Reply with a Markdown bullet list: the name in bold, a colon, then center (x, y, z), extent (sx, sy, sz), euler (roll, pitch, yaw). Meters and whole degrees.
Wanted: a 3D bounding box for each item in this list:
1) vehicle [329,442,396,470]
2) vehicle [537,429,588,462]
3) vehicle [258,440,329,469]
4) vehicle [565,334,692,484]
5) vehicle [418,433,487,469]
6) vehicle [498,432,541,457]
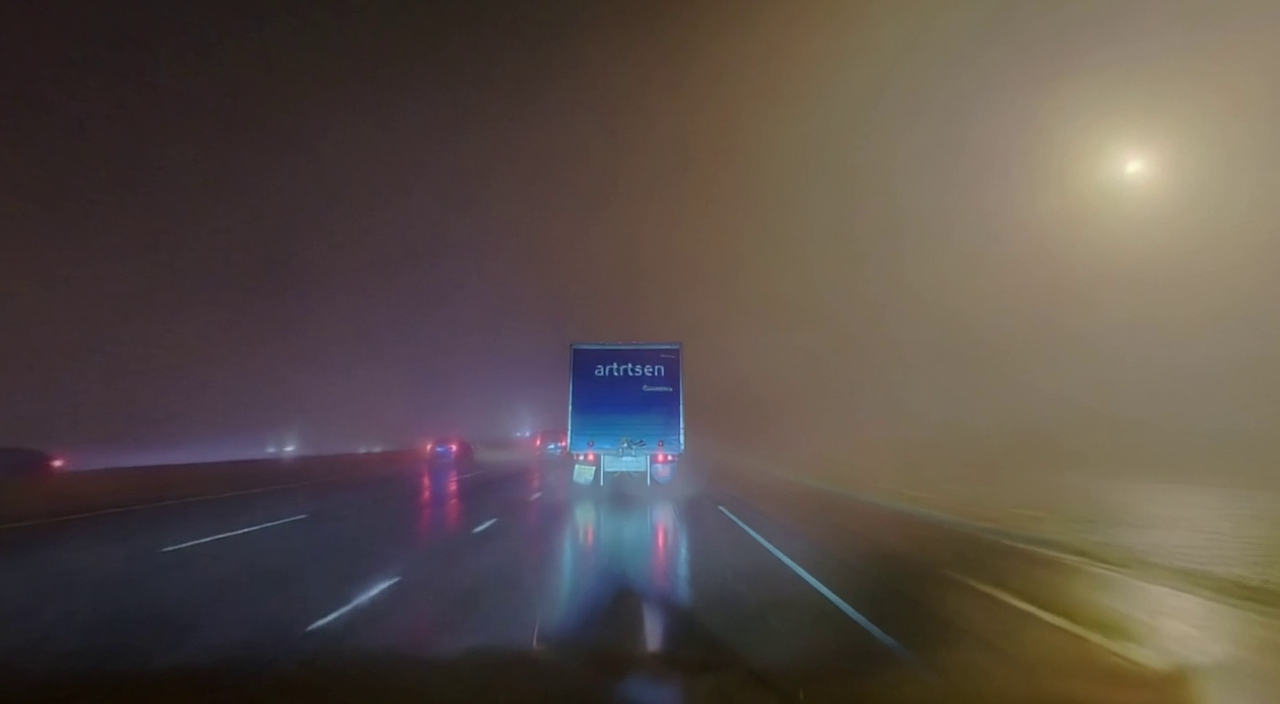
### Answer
- **vehicle**: center (-16.207, 6.054, 37.018), extent (1.880, 1.506, 4.531), euler (0, -8, 0)
- **vehicle**: center (-4.234, 5.206, 35.215), extent (2.168, 1.671, 4.888), euler (0, -8, 1)
- **vehicle**: center (-19.989, 5.908, 36.443), extent (1.829, 1.546, 4.004), euler (0, -8, 0)
- **vehicle**: center (-0.362, 2.258, 22.606), extent (3.442, 4.106, 10.719), euler (0, -8, -1)
- **vehicle**: center (-8.444, 4.469, 28.673), extent (1.940, 1.488, 3.976), euler (0, -8, 0)
- **vehicle**: center (-8.116, 6.256, 42.637), extent (1.981, 1.574, 4.561), euler (0, -8, 0)
